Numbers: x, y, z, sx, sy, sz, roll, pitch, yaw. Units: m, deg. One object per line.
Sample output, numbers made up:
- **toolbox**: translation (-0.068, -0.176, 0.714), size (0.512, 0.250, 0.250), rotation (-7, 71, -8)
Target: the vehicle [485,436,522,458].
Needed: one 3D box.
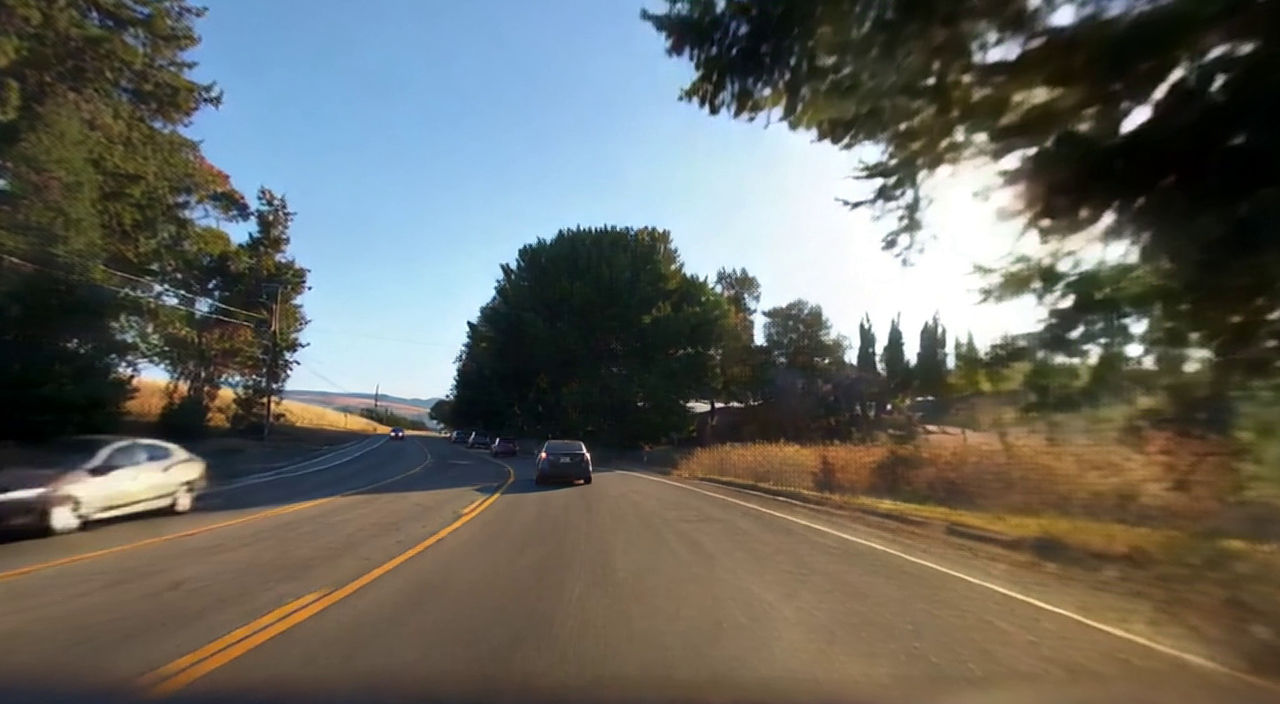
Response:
- **vehicle**: translation (-9.990, 6.933, 45.977), size (2.080, 1.530, 3.719), rotation (3, -9, -20)

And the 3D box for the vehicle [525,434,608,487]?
- **vehicle**: translation (-2.485, 3.477, 20.410), size (2.296, 1.510, 4.068), rotation (2, -9, -11)

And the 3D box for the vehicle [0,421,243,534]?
- **vehicle**: translation (-9.241, 2.052, 10.805), size (2.126, 1.493, 4.748), rotation (1, -9, -6)
